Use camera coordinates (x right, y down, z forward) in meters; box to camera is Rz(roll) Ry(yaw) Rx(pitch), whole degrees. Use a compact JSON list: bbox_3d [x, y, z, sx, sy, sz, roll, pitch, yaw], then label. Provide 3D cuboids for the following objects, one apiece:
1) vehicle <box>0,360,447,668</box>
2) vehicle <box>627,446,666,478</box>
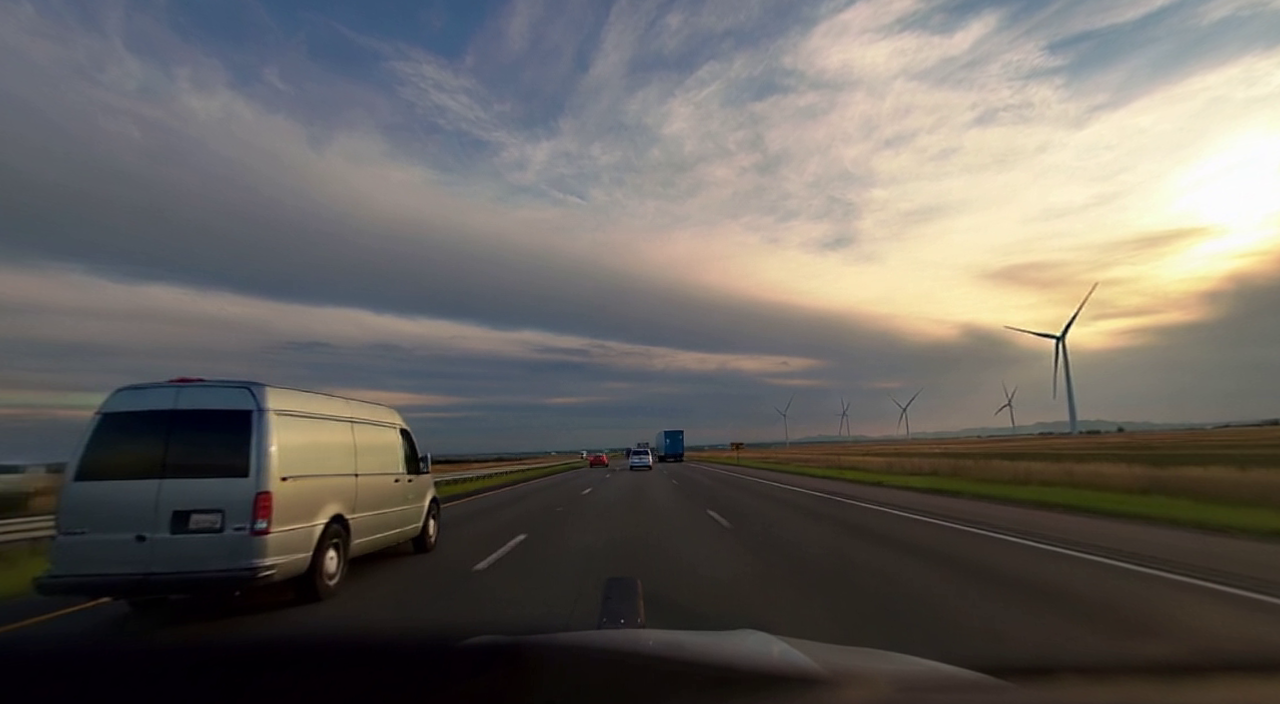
[{"bbox_3d":[-3.862,1.407,6.497,2.238,1.984,4.650,0,-9,0],"label":"vehicle"},{"bbox_3d":[0.360,6.200,35.840,2.083,1.689,4.083,-1,-9,0],"label":"vehicle"}]
